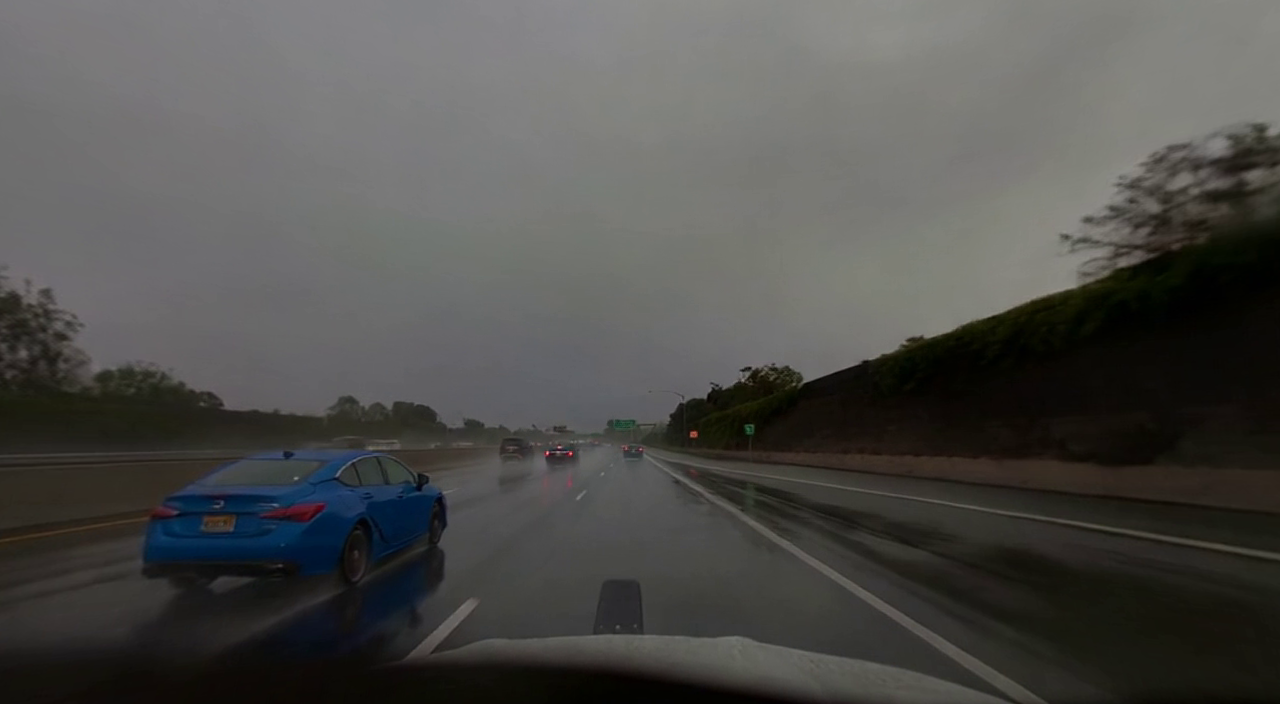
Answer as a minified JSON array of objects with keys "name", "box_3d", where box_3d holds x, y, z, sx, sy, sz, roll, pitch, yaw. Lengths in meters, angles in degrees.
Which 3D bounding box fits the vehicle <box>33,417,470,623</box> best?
[{"name":"vehicle","box_3d":[-3.474,1.573,6.952,2.025,1.506,4.429,0,-8,-1]}]

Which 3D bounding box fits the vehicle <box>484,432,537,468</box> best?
[{"name":"vehicle","box_3d":[-7.733,5.905,38.288,2.171,1.982,5.246,0,-8,-1]}]

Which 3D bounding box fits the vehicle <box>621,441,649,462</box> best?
[{"name":"vehicle","box_3d":[-0.426,7.716,49.059,2.018,1.508,4.087,0,-8,-2]}]

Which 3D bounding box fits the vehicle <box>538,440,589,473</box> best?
[{"name":"vehicle","box_3d":[-3.732,5.174,31.606,2.068,1.501,4.395,0,-8,-1]}]
